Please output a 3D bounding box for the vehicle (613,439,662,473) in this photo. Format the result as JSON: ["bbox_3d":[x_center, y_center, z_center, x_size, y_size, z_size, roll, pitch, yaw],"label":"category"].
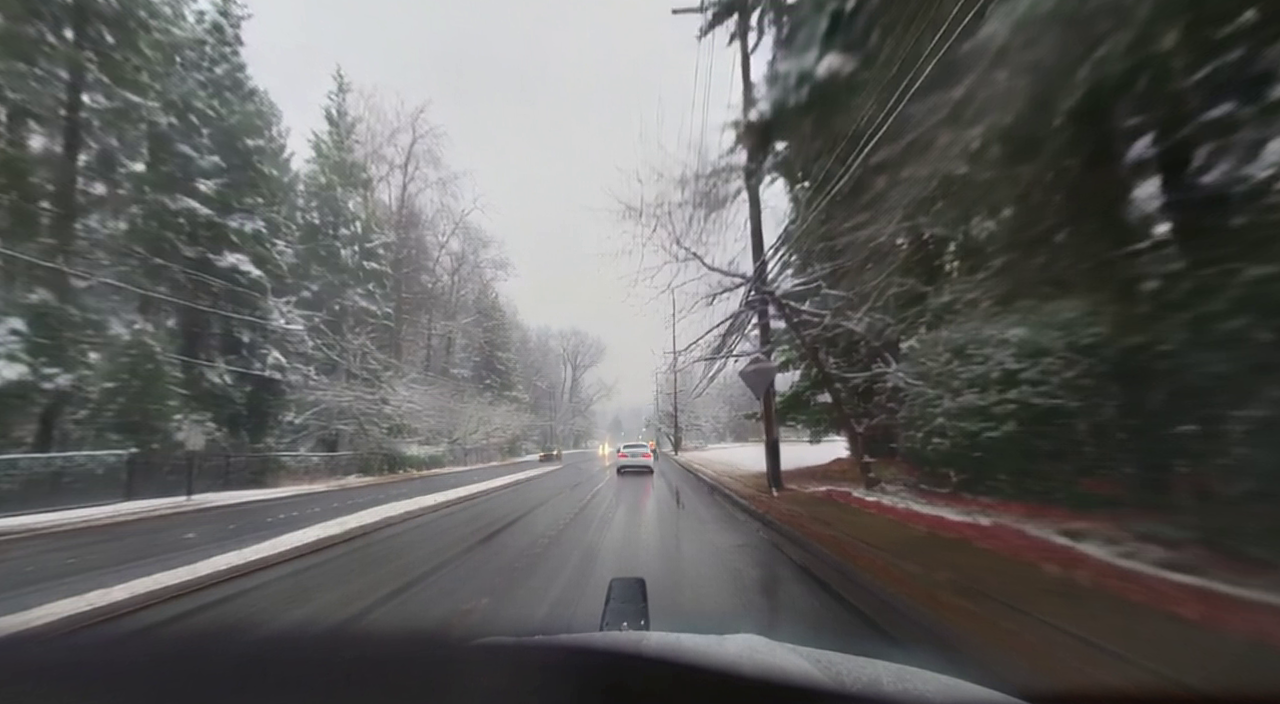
[{"bbox_3d":[-0.041,4.859,29.669,2.153,1.461,4.374,-1,-8,2],"label":"vehicle"}]
